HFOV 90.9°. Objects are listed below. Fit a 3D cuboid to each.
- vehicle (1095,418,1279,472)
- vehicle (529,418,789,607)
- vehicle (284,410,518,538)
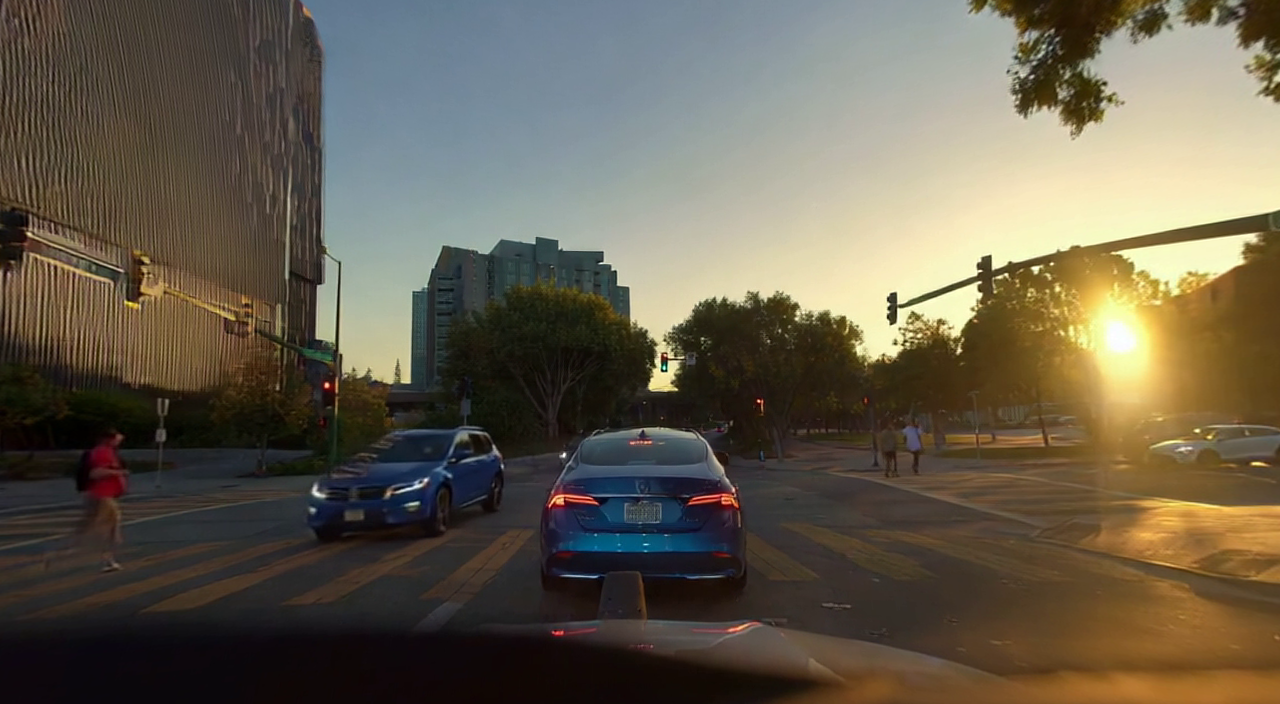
[{"bbox_3d":[19.141,3.267,22.212,4.675,1.772,1.945,0,-8,-1],"label":"vehicle"},{"bbox_3d":[-0.138,1.647,7.478,1.893,1.532,4.145,2,-9,-15],"label":"vehicle"},{"bbox_3d":[-4.193,2.269,12.434,2.317,1.924,5.518,0,-8,2],"label":"vehicle"}]
